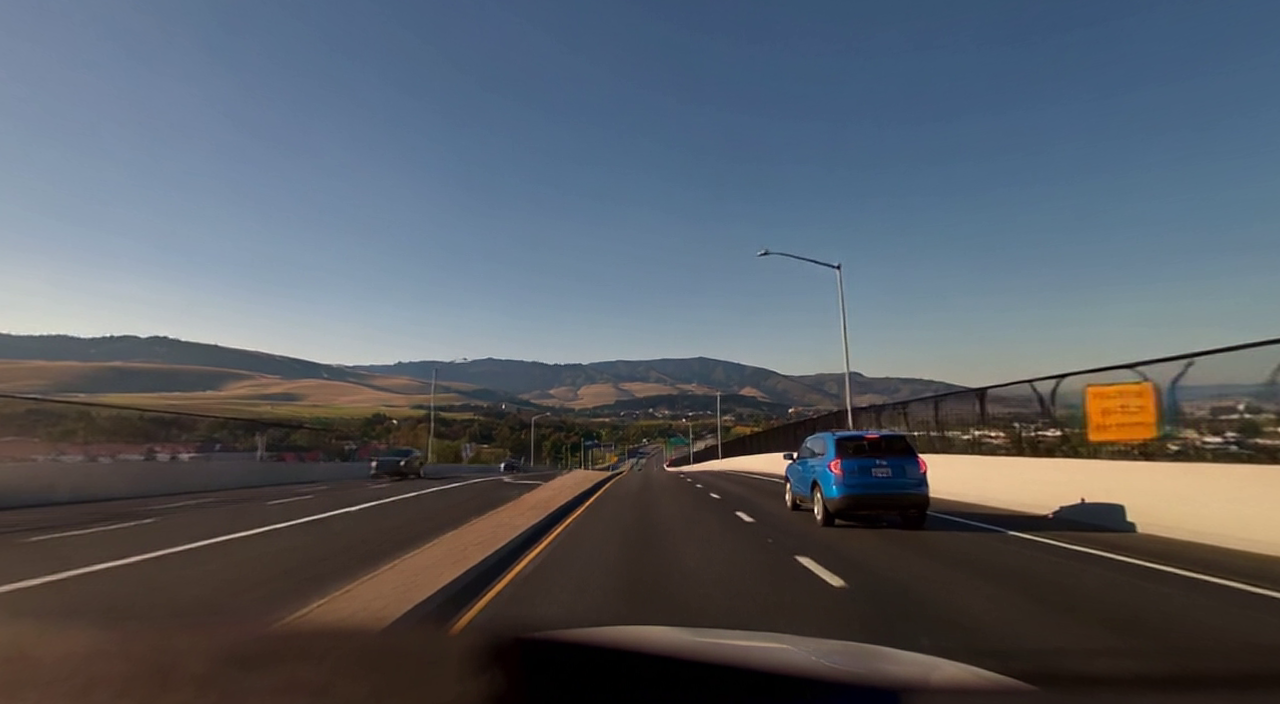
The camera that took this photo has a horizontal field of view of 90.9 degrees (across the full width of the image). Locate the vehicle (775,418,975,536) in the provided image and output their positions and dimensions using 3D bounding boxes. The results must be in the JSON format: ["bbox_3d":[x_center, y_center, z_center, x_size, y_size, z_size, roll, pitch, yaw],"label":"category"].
[{"bbox_3d":[3.938,2.160,11.536,1.989,1.730,4.324,0,-8,0],"label":"vehicle"}]

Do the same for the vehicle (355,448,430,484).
[{"bbox_3d":[-13.779,6.342,35.490,2.148,1.850,4.835,0,-8,1],"label":"vehicle"}]
